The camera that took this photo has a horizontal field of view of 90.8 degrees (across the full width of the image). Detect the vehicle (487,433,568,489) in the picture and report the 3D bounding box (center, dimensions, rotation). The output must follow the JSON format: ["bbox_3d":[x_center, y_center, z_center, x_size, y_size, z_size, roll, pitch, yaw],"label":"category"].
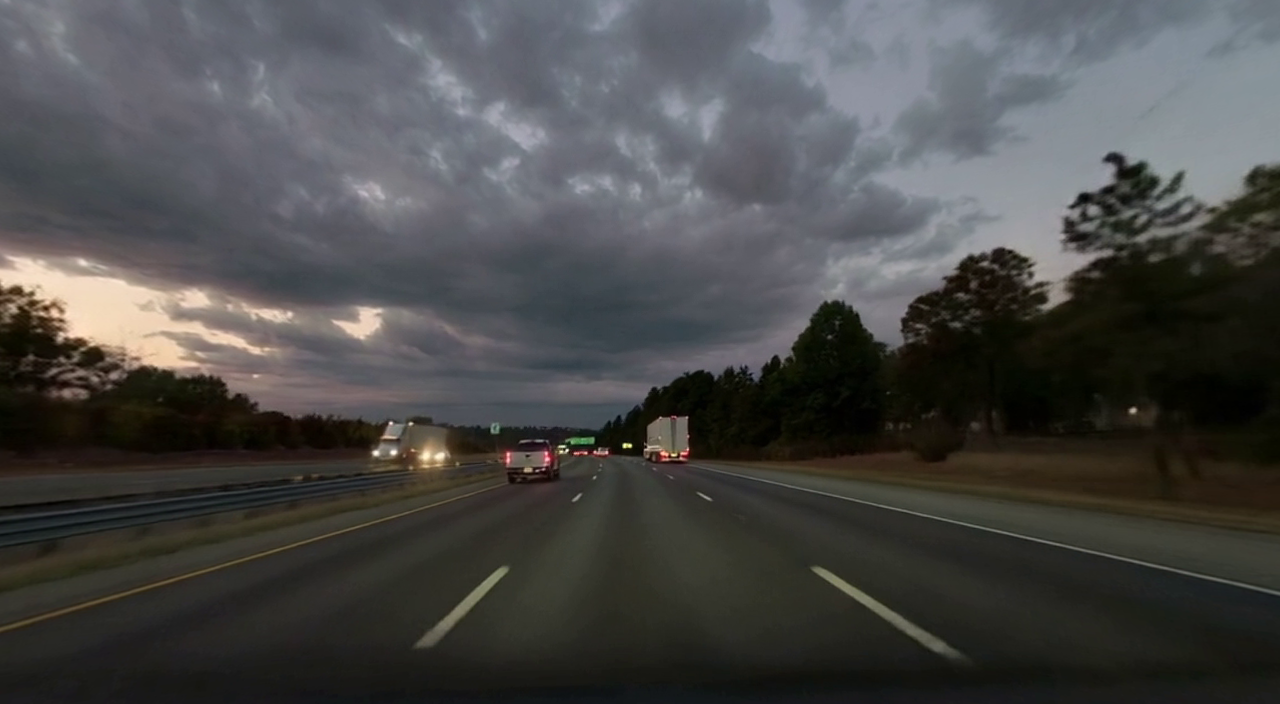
[{"bbox_3d":[-4.206,4.184,24.479,2.337,1.942,4.984,0,-9,-2],"label":"vehicle"}]
